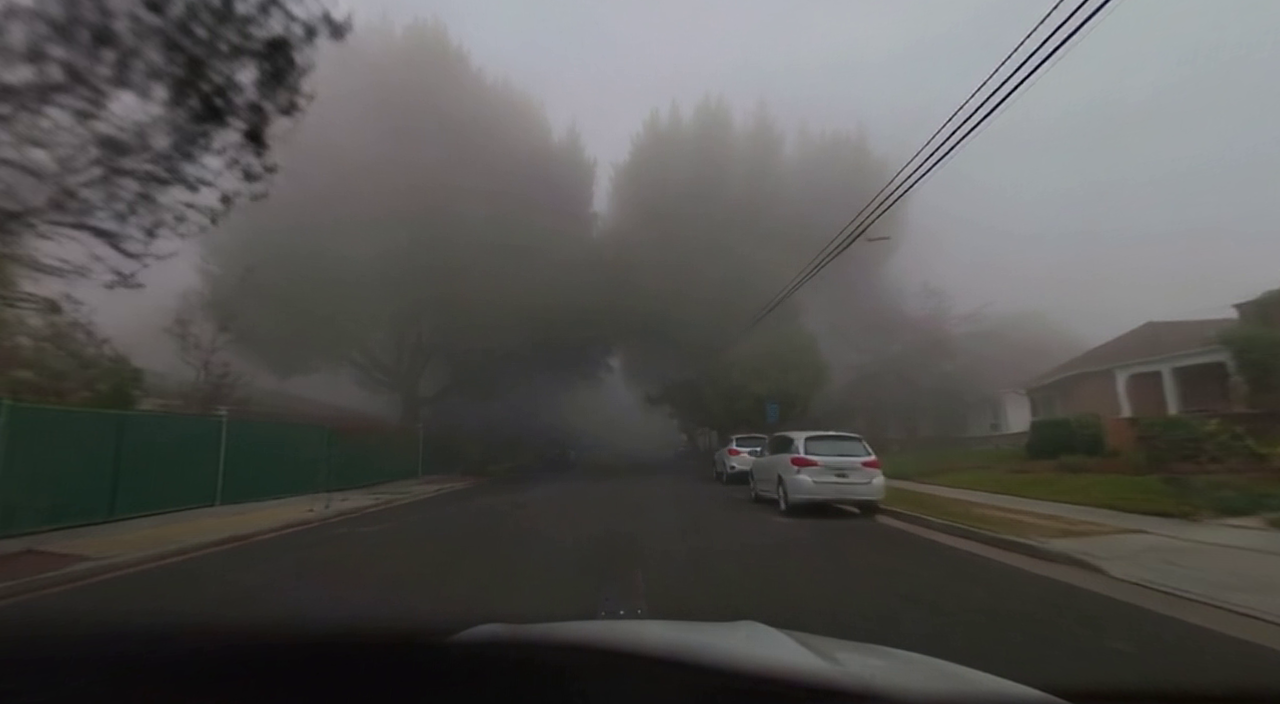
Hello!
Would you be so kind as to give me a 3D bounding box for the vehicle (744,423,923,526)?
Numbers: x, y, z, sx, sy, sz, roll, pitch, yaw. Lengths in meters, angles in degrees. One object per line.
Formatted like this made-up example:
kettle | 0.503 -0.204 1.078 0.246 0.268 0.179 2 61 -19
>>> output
vehicle | 3.591 2.388 12.890 2.122 1.673 4.876 0 -8 0
